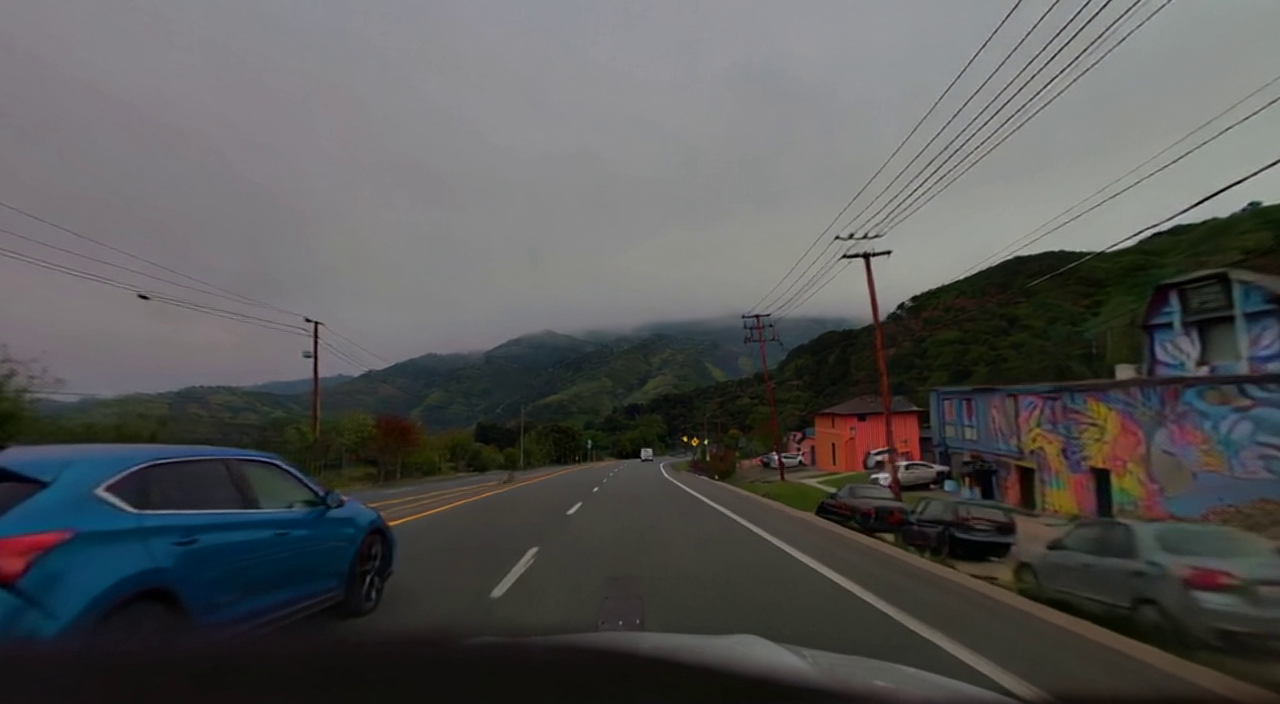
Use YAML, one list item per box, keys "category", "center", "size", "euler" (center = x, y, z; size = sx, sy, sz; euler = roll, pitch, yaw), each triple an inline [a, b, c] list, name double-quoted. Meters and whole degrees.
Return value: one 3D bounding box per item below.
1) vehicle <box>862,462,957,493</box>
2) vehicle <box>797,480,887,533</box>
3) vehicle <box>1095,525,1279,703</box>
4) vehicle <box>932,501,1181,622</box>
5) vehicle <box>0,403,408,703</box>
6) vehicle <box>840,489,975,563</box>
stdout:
- category: "vehicle"
  center: [16.806, 7.838, 39.606]
  size: [4.995, 1.794, 2.020]
  euler: [-1, -9, 3]
- category: "vehicle"
  center: [7.281, 5.587, 23.204]
  size: [1.976, 1.563, 3.852]
  euler: [0, -9, -1]
- category: "vehicle"
  center: [7.172, 2.792, 6.553]
  size: [1.849, 1.439, 4.143]
  euler: [0, -9, 1]
- category: "vehicle"
  center: [7.301, 3.685, 11.716]
  size: [1.896, 1.451, 4.070]
  euler: [0, -9, 2]
- category: "vehicle"
  center: [-2.959, 1.106, 3.204]
  size: [1.972, 1.496, 4.150]
  euler: [0, -9, 0]
- category: "vehicle"
  center: [7.101, 4.648, 17.359]
  size: [1.791, 1.445, 4.412]
  euler: [0, -9, 0]
